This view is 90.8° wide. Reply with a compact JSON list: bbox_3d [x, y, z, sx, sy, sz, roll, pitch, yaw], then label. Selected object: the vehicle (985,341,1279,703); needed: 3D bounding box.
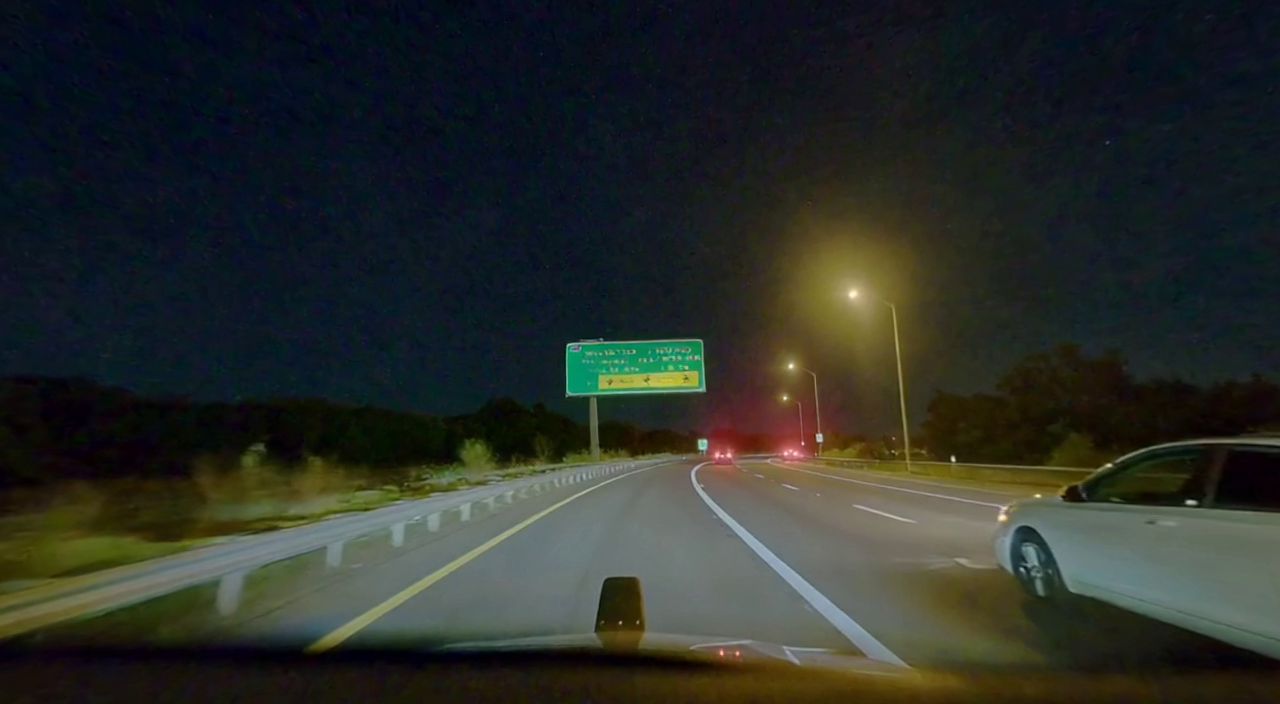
[{"bbox_3d":[4.001,0.844,2.856,2.124,1.793,4.787,0,-9,0],"label":"vehicle"}]
